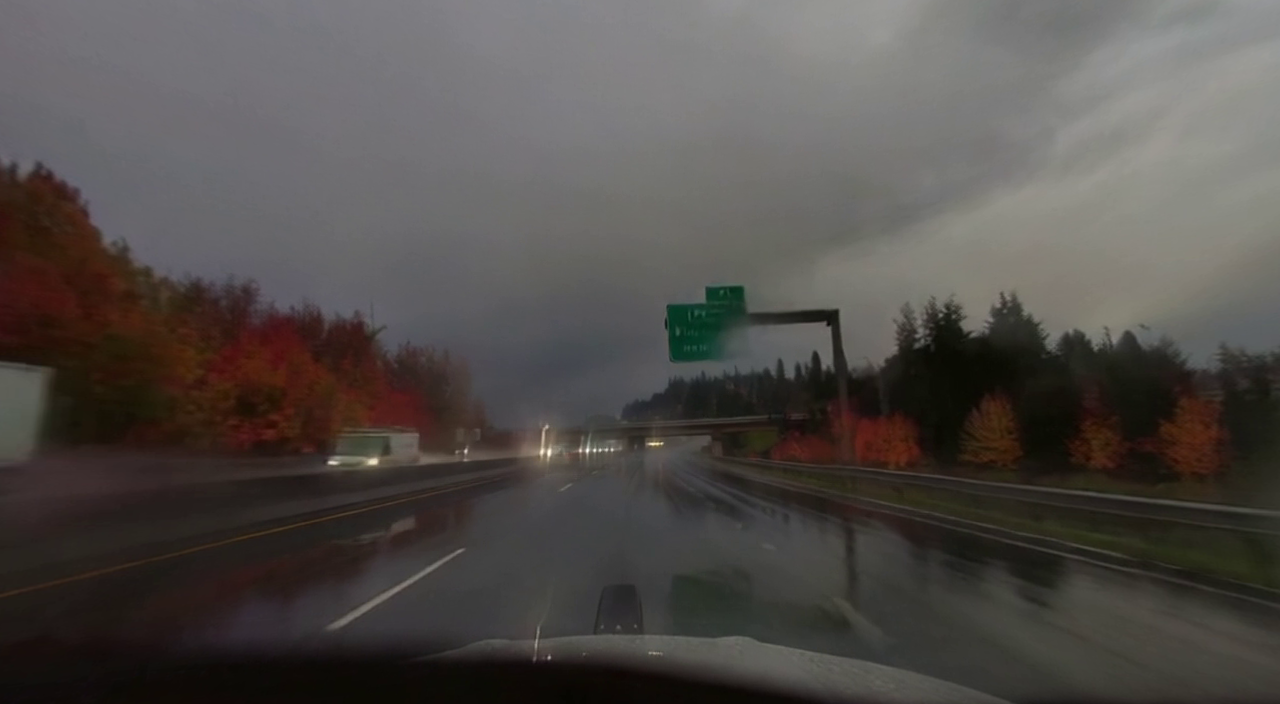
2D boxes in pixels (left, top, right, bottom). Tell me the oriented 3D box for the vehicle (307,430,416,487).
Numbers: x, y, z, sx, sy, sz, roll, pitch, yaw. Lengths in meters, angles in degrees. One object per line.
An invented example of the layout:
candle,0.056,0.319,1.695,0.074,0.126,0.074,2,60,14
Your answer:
vehicle,-12.890,4.981,29.584,2.347,2.351,5.933,-1,-9,1
